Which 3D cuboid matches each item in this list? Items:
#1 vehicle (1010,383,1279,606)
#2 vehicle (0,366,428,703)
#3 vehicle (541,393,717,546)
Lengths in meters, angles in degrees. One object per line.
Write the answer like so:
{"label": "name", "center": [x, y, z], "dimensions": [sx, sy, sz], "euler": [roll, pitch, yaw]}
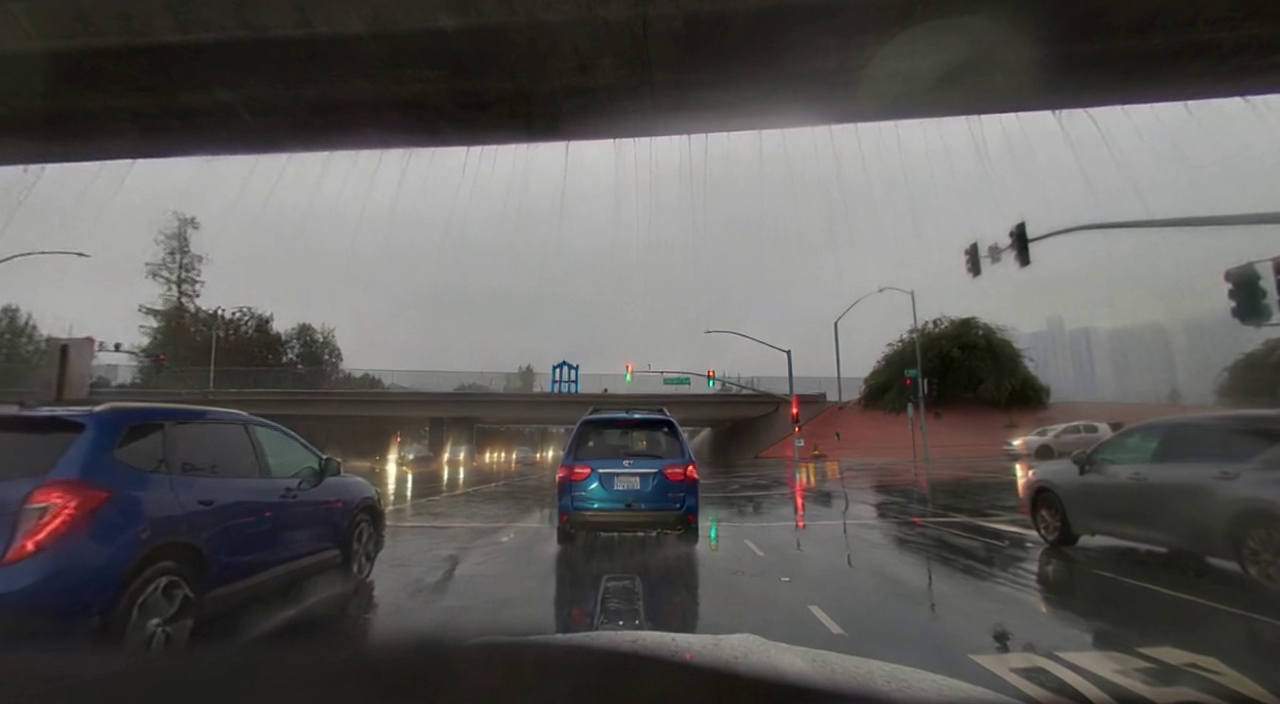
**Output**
{"label": "vehicle", "center": [6.230, 1.374, 6.618], "dimensions": [2.074, 1.785, 4.320], "euler": [0, -8, 0]}
{"label": "vehicle", "center": [-3.736, 1.297, 5.627], "dimensions": [2.060, 1.768, 4.681], "euler": [0, -8, 0]}
{"label": "vehicle", "center": [-0.225, 1.912, 10.874], "dimensions": [2.342, 2.026, 4.642], "euler": [0, -8, -2]}
